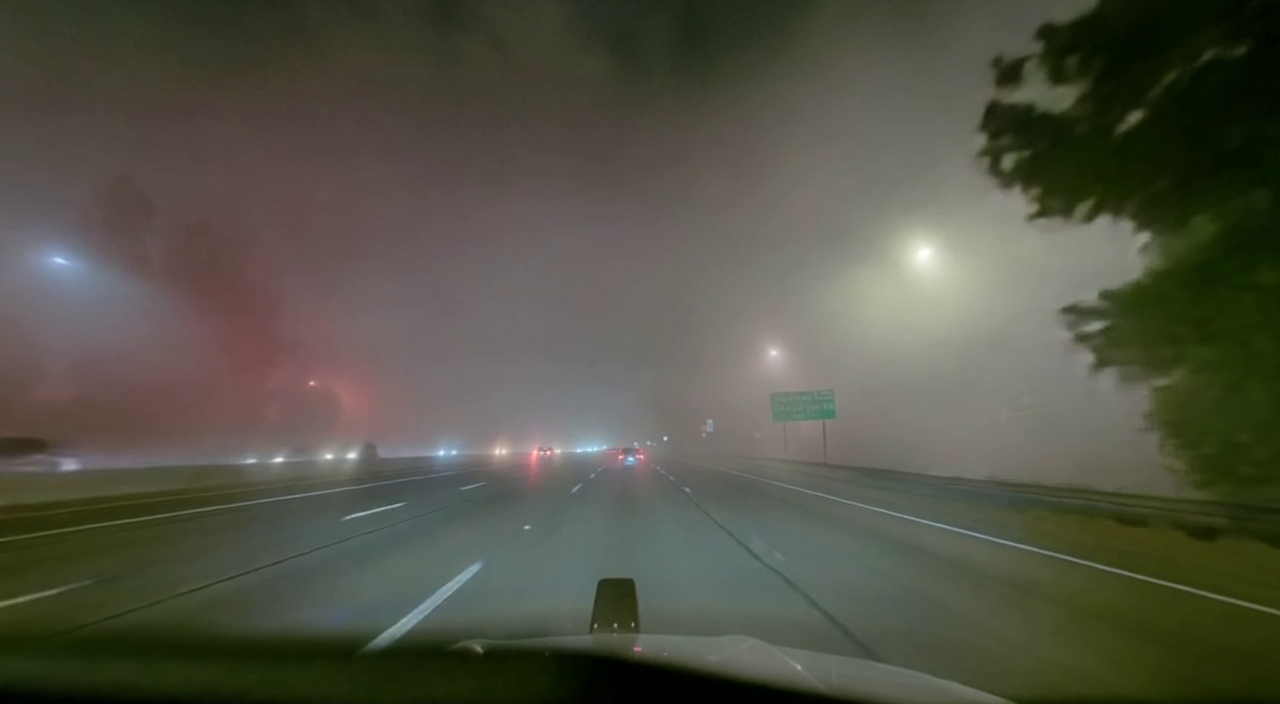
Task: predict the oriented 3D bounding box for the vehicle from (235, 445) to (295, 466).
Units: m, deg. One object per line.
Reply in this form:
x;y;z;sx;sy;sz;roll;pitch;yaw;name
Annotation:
-27.839;7.702;47.062;1.850;1.472;4.354;0;-9;-1;vehicle

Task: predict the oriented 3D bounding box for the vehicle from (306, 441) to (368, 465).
-21.202;7.069;44.437;1.989;1.587;4.874;0;-9;0;vehicle

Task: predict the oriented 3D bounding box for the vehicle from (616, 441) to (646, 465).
-0.690;7.389;46.162;2.109;1.638;3.856;0;-9;-1;vehicle

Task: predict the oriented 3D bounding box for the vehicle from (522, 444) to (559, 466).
-7.135;7.442;45.827;1.997;1.507;4.248;0;-9;0;vehicle
